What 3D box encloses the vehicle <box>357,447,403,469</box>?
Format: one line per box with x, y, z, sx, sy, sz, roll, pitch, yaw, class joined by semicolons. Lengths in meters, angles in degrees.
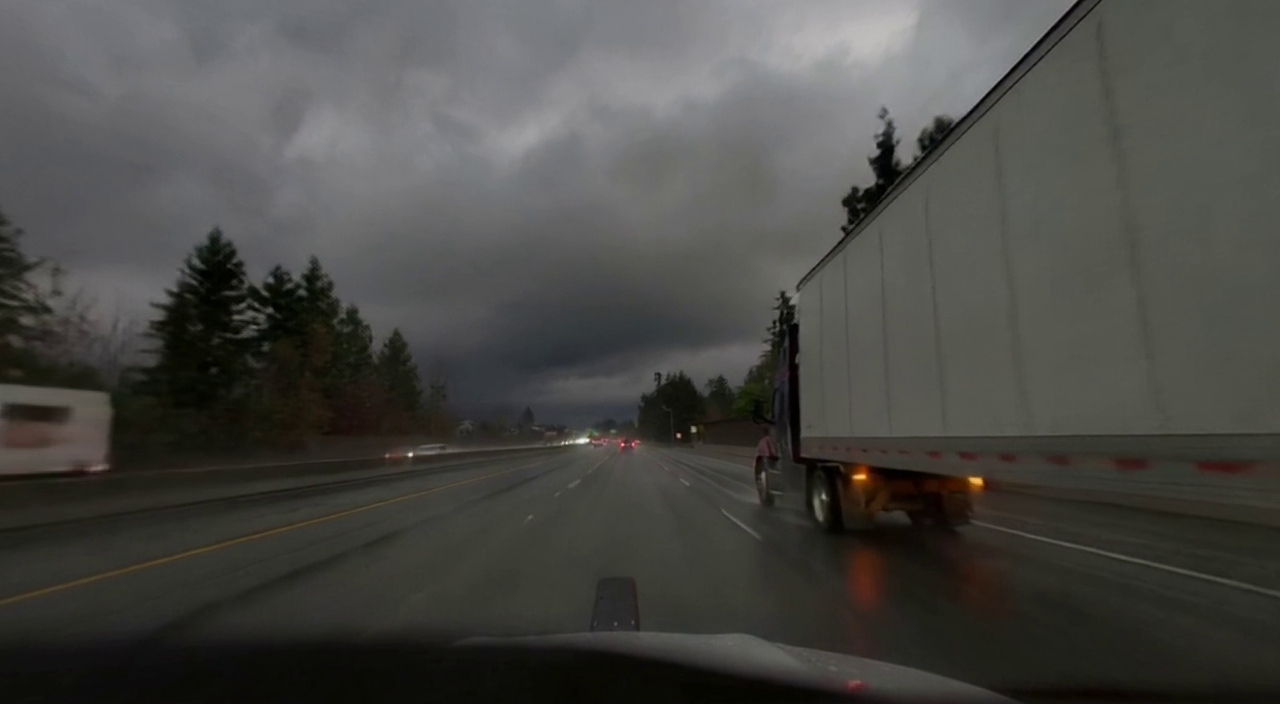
-19.795;8.088;48.052;1.795;1.501;4.218;0;-8;-1;vehicle

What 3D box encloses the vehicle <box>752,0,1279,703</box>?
3.990;-0.119;4.445;3.489;4.211;14.193;0;-8;-1;vehicle

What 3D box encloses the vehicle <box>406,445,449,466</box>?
-16.161;7.842;48.072;1.913;1.465;4.331;0;-8;-1;vehicle
